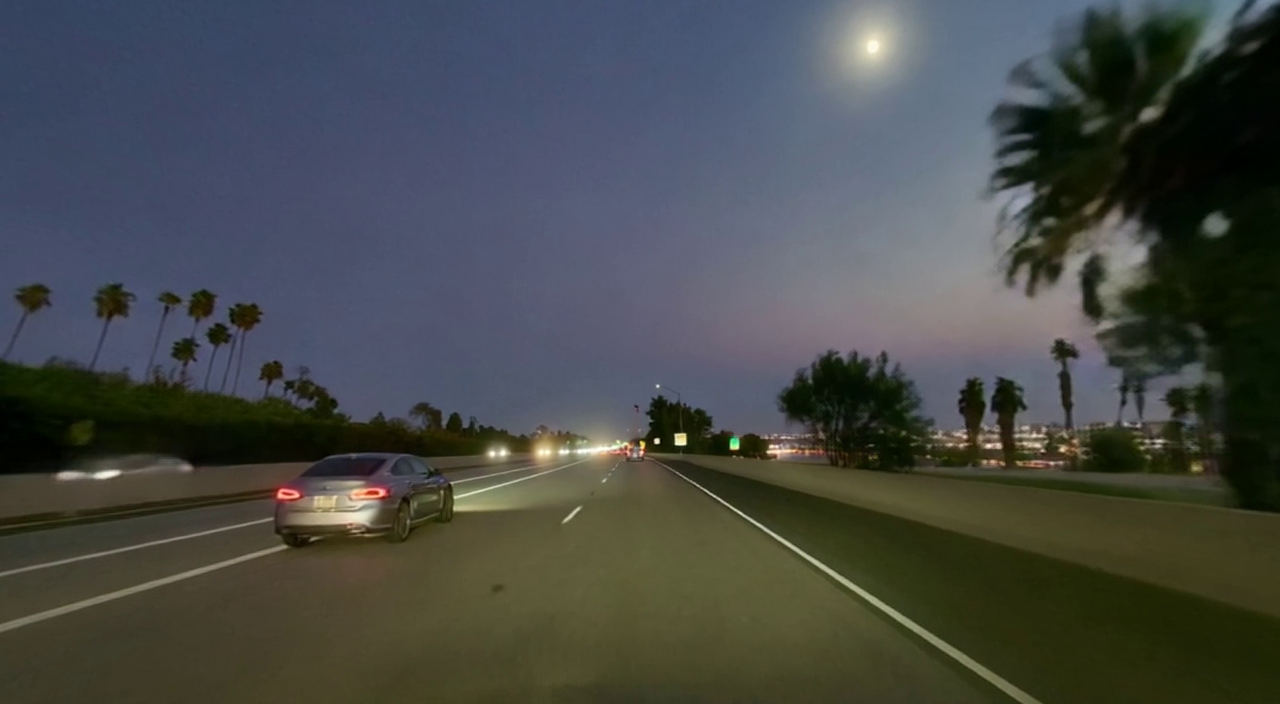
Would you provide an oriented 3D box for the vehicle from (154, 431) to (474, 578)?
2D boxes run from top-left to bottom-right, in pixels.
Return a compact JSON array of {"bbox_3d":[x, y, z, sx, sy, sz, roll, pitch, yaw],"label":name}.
[{"bbox_3d":[-4.163,2.004,9.218,2.092,1.562,4.748,0,-8,1],"label":"vehicle"}]
